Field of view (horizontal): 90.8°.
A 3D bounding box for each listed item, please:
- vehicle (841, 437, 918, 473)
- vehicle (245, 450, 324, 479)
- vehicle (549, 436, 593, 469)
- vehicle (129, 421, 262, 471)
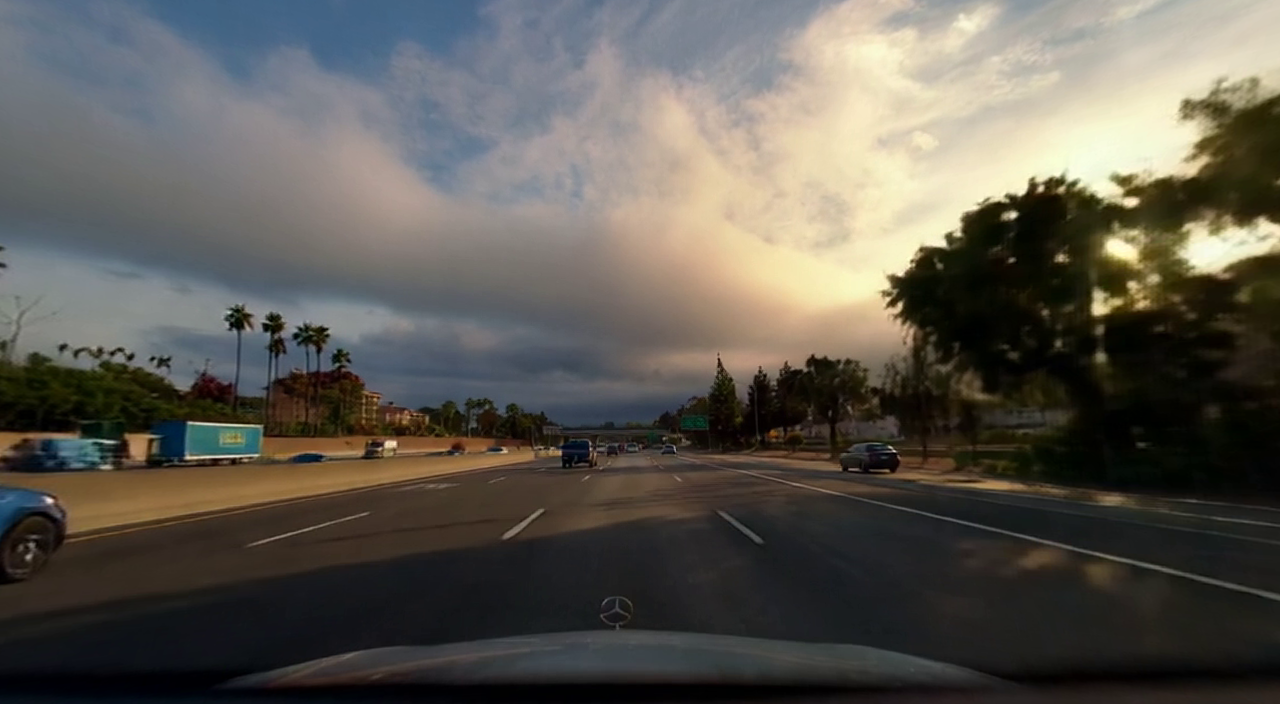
[{"bbox_3d":[12.957,5.619,34.490,2.168,1.792,4.457,0,-9,-4],"label":"vehicle"},{"bbox_3d":[-18.669,5.883,33.396,1.796,1.416,4.085,0,-9,0],"label":"vehicle"},{"bbox_3d":[-4.235,6.328,39.805,2.225,1.967,4.673,0,-9,0],"label":"vehicle"},{"bbox_3d":[-33.062,7.137,47.727,3.181,3.372,9.724,0,-9,-2],"label":"vehicle"}]
